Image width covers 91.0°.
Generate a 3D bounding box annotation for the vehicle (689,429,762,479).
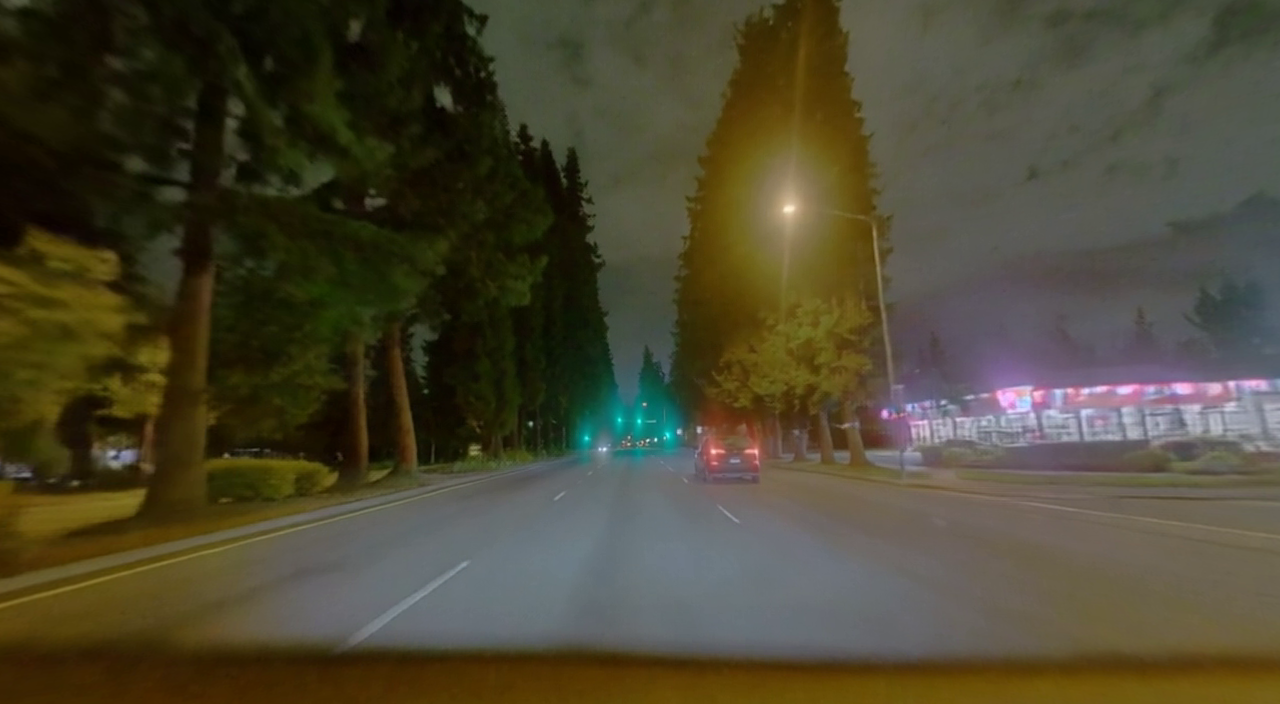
[{"bbox_3d":[3.190,3.901,24.356,2.083,1.743,4.354,0,-8,-2],"label":"vehicle"}]
